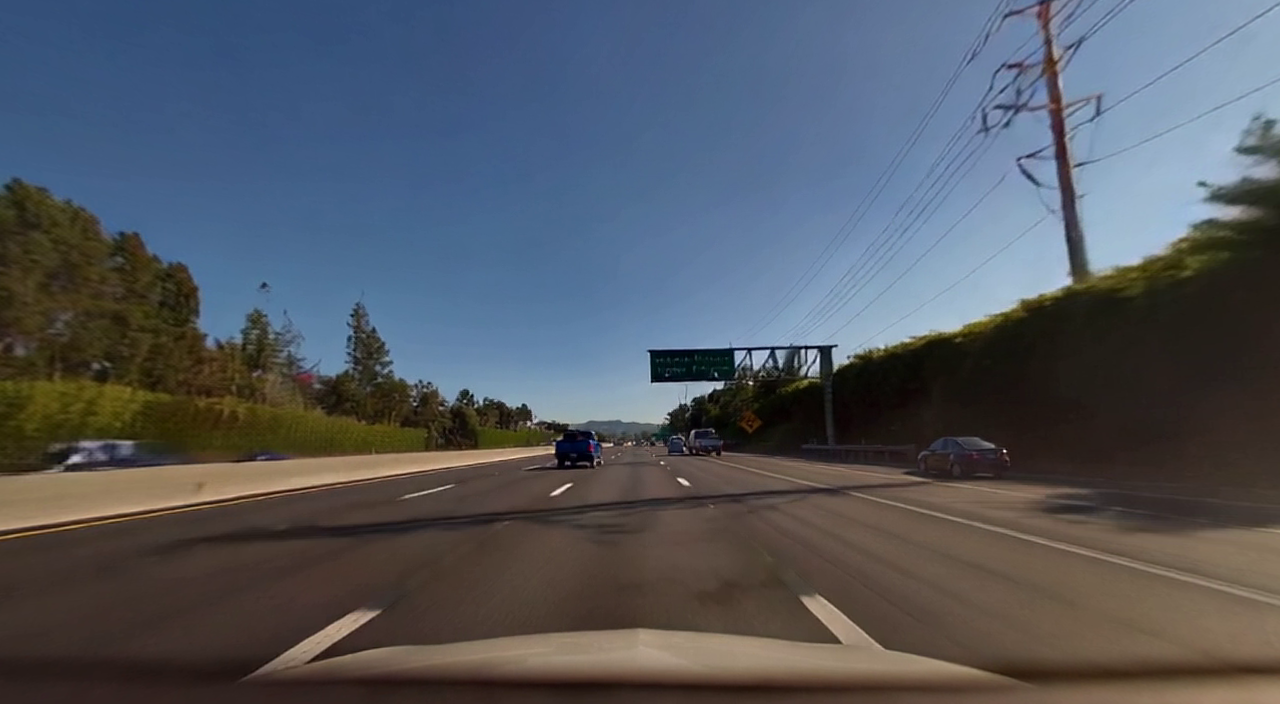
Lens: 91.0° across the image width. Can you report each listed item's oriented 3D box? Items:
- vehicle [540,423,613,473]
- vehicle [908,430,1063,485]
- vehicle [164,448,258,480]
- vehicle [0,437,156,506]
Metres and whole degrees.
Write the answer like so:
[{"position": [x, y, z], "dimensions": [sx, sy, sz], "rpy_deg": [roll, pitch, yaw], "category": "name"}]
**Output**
[{"position": [-2.721, 4.391, 28.848], "dimensions": [2.508, 2.023, 6.176], "rpy_deg": [0, -8, 2], "category": "vehicle"}, {"position": [10.344, 3.187, 19.381], "dimensions": [2.076, 1.470, 4.644], "rpy_deg": [0, -8, -1], "category": "vehicle"}, {"position": [-23.839, 6.209, 35.239], "dimensions": [1.997, 1.671, 4.543], "rpy_deg": [0, -8, 1], "category": "vehicle"}, {"position": [-17.888, 3.507, 19.012], "dimensions": [2.245, 1.774, 5.296], "rpy_deg": [0, -8, 1], "category": "vehicle"}]
